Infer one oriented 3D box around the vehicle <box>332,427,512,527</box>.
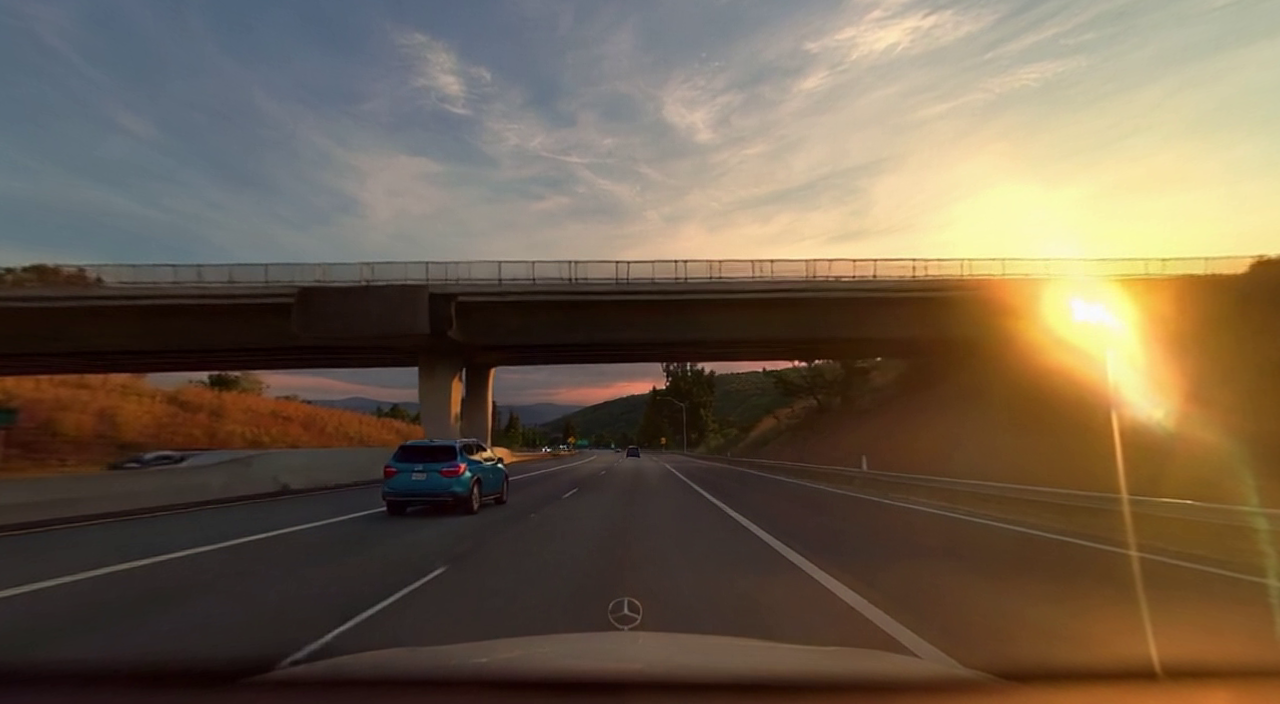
[{"bbox_3d":[-4.388,2.605,13.708,2.221,1.750,4.706,0,-9,0],"label":"vehicle"}]
